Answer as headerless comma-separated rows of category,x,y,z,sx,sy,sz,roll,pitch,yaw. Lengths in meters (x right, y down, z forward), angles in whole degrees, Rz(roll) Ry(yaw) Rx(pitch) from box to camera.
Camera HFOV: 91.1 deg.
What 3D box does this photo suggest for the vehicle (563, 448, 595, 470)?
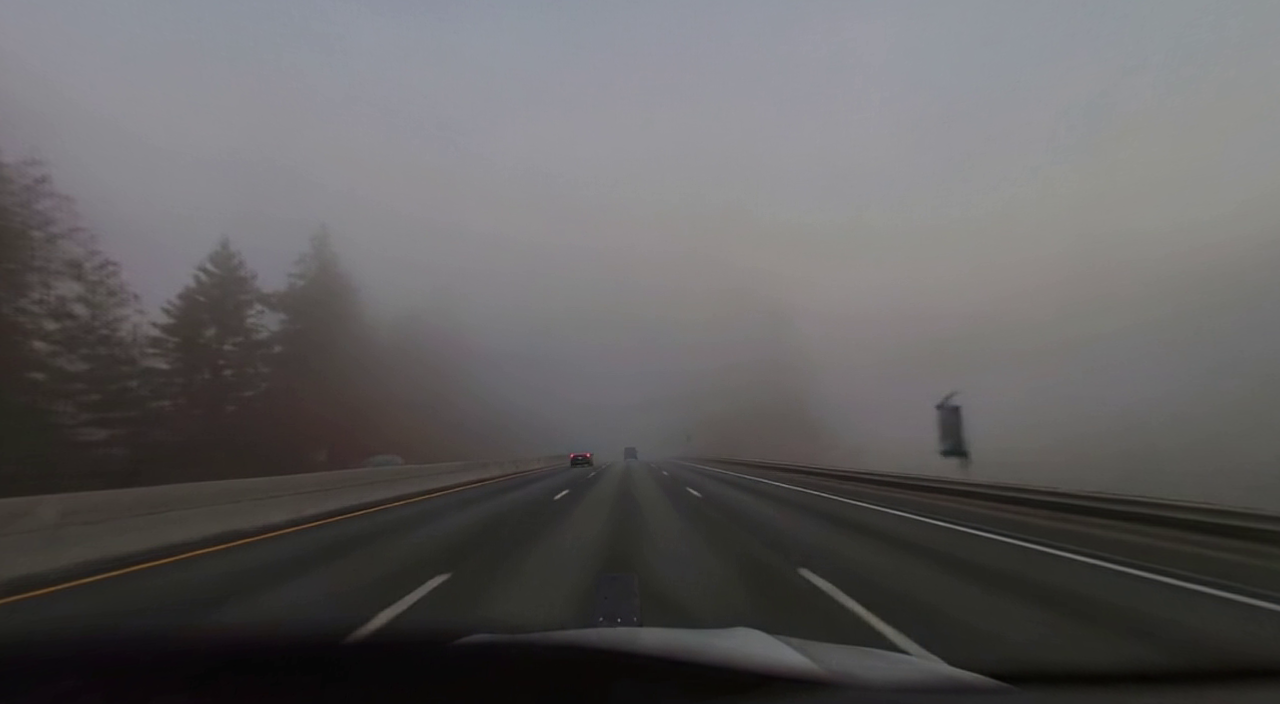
vehicle,-4.372,7.716,45.692,1.970,1.492,3.944,0,-9,0
